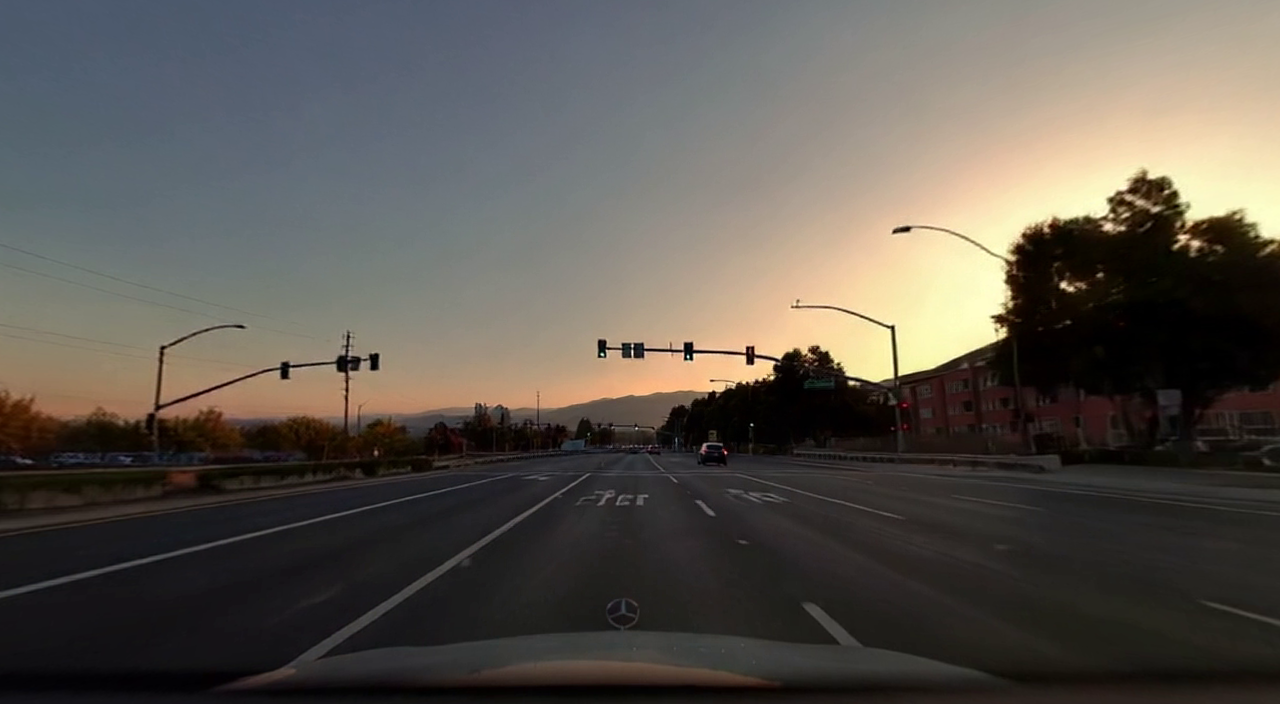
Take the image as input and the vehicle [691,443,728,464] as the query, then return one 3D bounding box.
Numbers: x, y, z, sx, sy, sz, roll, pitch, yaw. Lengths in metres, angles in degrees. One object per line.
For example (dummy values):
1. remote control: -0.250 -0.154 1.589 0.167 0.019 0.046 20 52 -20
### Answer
1. vehicle: 5.200 7.691 48.090 2.187 1.475 4.529 0 -9 -1
